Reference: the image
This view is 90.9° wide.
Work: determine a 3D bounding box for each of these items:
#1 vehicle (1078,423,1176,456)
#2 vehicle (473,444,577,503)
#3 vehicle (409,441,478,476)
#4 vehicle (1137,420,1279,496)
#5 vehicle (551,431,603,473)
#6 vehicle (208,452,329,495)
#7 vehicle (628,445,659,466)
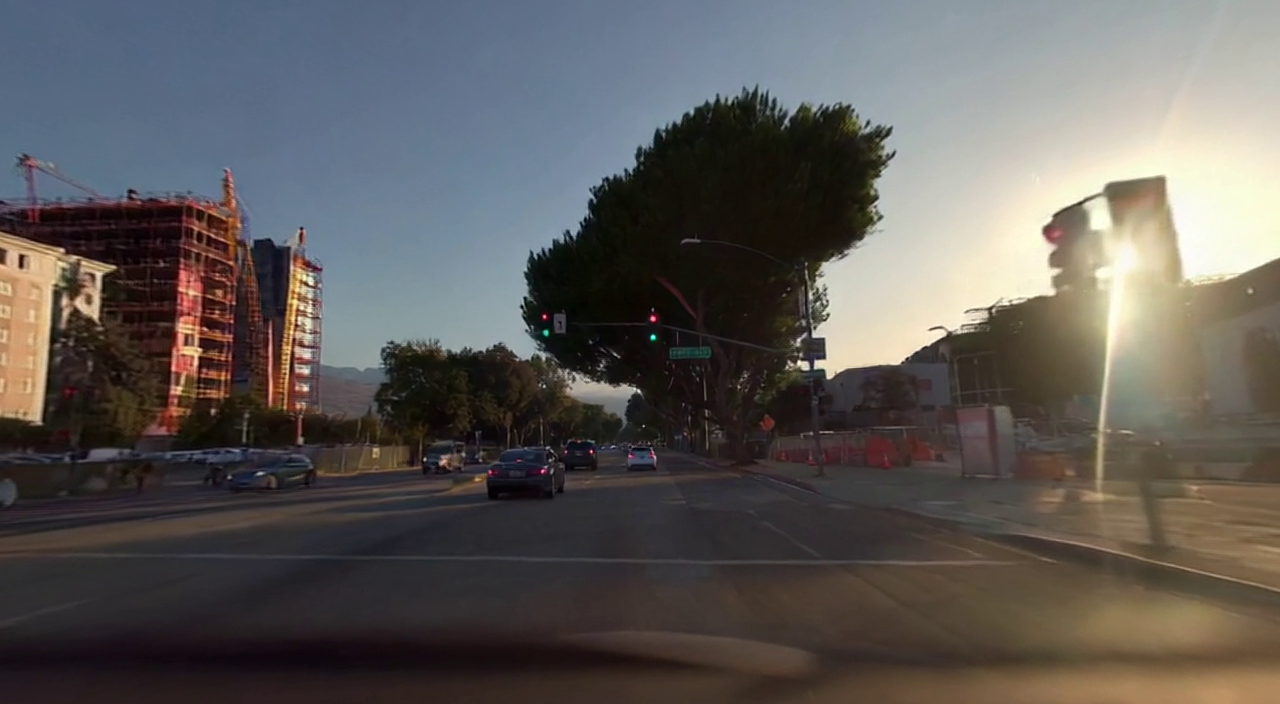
[{"bbox_3d":[27.983,5.058,36.387,4.014,1.681,1.834,-2,-10,22],"label":"vehicle"},{"bbox_3d":[-3.015,3.283,17.566,1.959,1.406,4.527,0,-9,1],"label":"vehicle"},{"bbox_3d":[-11.369,6.182,36.946,2.291,1.890,4.998,-1,-9,1],"label":"vehicle"},{"bbox_3d":[12.103,2.126,12.875,3.244,1.374,1.508,3,-9,-22],"label":"vehicle"},{"bbox_3d":[-3.276,5.334,33.621,2.240,2.054,4.662,0,-9,1],"label":"vehicle"},{"bbox_3d":[-14.709,4.793,25.349,1.935,1.481,4.702,-1,-9,1],"label":"vehicle"},{"bbox_3d":[0.256,7.482,45.876,2.171,1.422,4.146,0,-9,0],"label":"vehicle"}]
